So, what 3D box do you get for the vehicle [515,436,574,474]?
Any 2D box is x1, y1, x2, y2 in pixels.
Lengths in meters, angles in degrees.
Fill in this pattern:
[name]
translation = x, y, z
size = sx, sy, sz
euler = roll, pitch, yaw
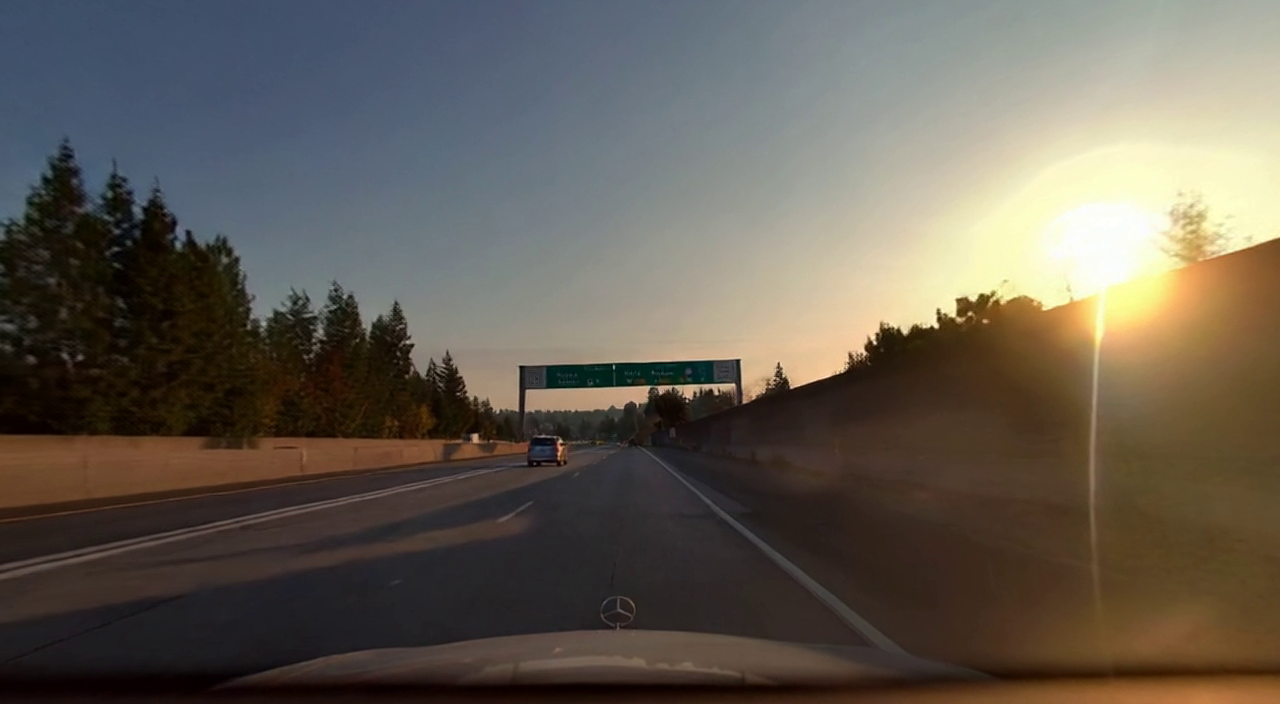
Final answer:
[vehicle]
translation = -4.461, 4.854, 30.001
size = 2.129, 1.641, 4.263
euler = 0, -8, 0
